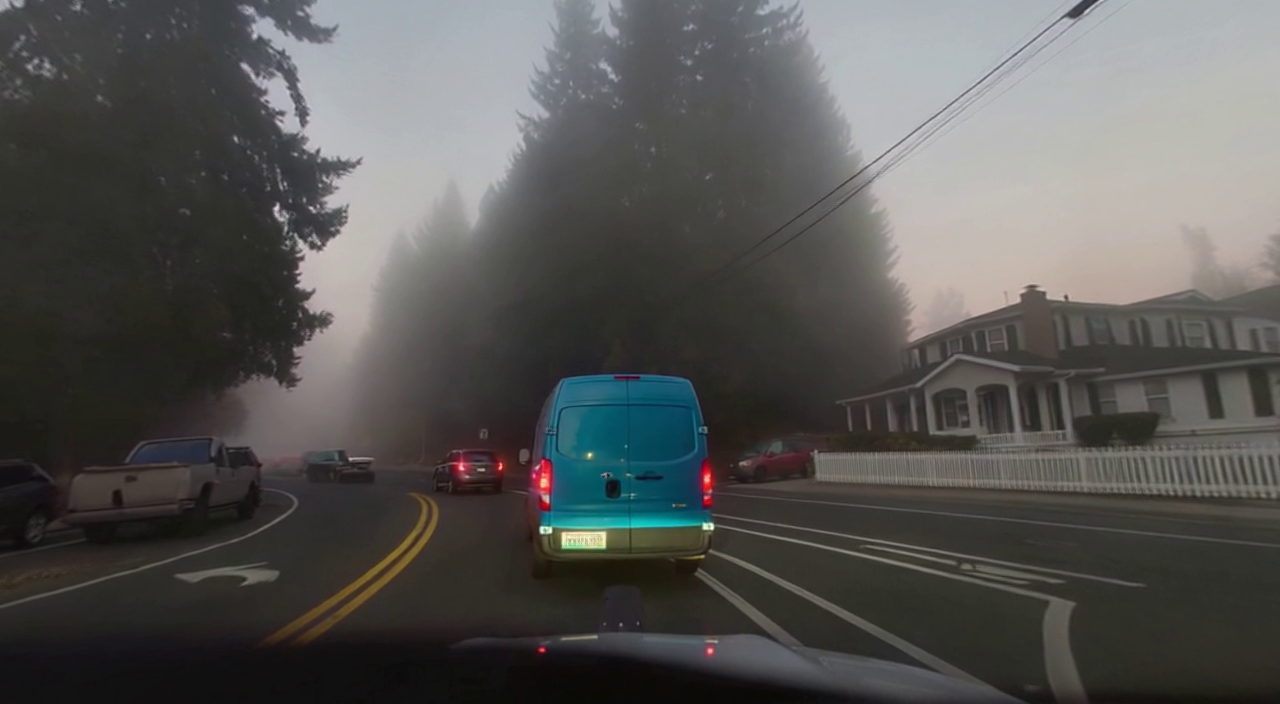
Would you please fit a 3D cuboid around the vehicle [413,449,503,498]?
[{"bbox_3d":[-6.272,4.028,21.418,2.008,1.445,4.386,4,-10,-28],"label":"vehicle"}]

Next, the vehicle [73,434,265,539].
[{"bbox_3d":[-10.278,2.866,14.402,2.228,1.871,5.492,4,-9,-24],"label":"vehicle"}]

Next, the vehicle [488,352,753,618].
[{"bbox_3d":[-0.668,1.435,7.712,2.213,2.124,4.809,2,-9,-14],"label":"vehicle"}]

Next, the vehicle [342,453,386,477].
[{"bbox_3d":[-18.885,7.654,43.096,1.911,1.493,4.291,6,-10,-33],"label":"vehicle"}]

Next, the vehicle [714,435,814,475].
[{"bbox_3d":[5.996,4.920,30.357,4.559,1.754,1.985,5,-10,-33],"label":"vehicle"}]
